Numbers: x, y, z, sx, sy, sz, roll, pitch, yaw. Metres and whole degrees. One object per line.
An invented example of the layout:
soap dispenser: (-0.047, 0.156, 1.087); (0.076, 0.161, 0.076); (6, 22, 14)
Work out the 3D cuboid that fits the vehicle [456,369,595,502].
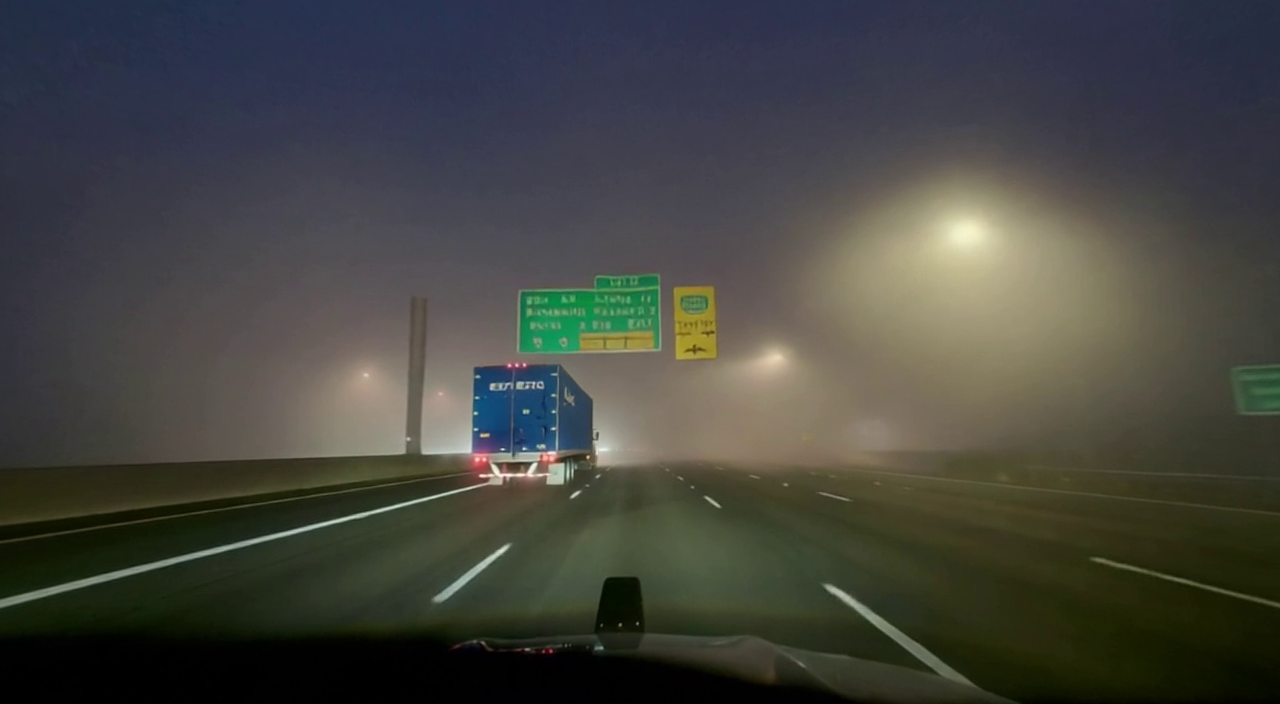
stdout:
vehicle: (-3.274, 2.799, 20.653); (2.922, 3.458, 8.360); (0, -9, 0)
